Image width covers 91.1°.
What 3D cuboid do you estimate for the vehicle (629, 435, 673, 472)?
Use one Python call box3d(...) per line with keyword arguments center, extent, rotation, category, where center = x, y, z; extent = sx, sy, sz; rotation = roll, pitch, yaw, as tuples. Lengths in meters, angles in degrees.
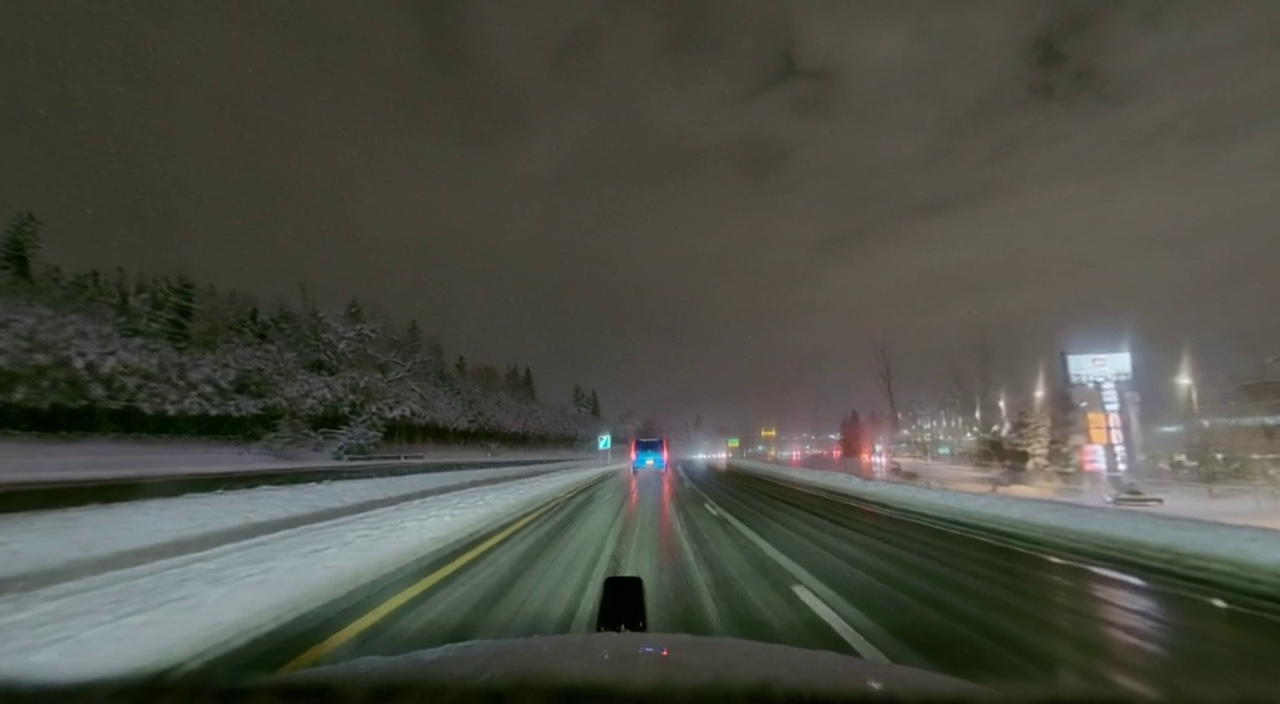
box3d(center=(0.711, 6.246, 38.807), extent=(2.546, 2.126, 5.153), rotation=(0, -9, 2), category="vehicle")
